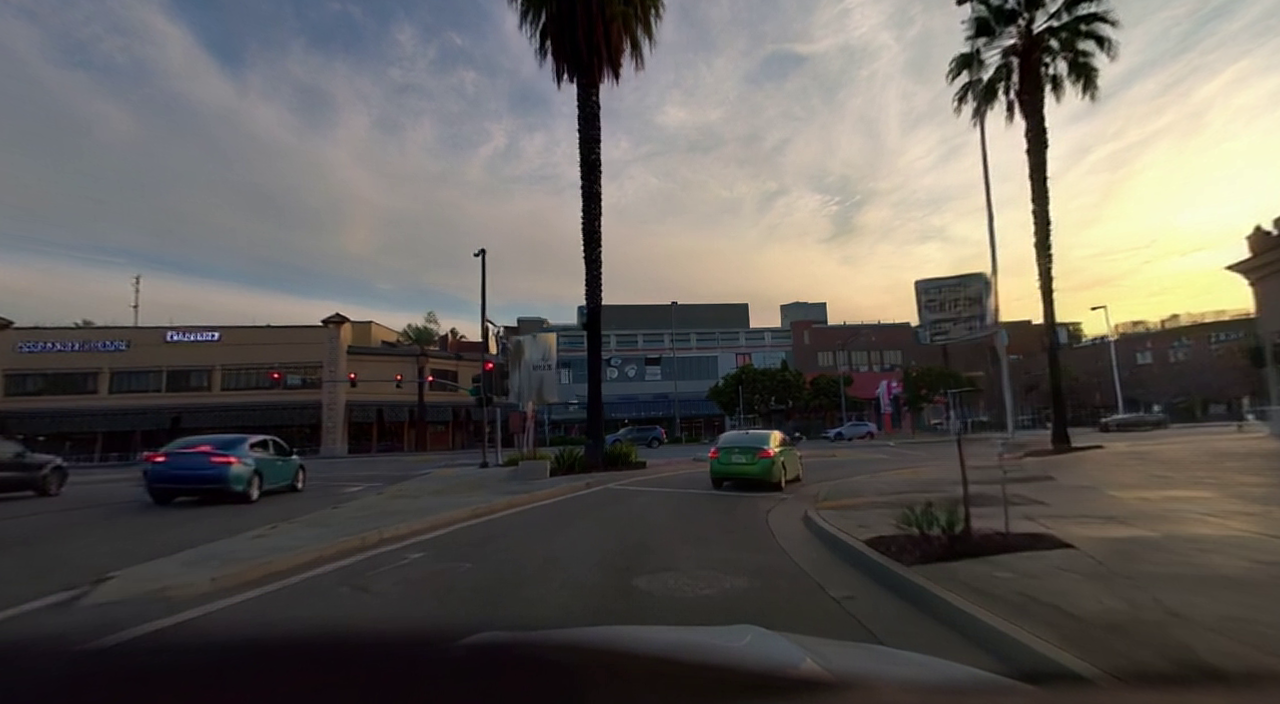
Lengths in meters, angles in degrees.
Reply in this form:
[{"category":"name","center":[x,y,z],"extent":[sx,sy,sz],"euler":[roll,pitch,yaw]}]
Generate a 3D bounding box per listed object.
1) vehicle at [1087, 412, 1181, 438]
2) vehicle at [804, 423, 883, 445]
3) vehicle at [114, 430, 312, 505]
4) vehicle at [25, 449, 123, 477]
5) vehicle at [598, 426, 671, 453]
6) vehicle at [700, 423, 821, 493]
[{"category":"vehicle","center":[31.935,4.756,40.899],"extent":[4.458,1.589,2.044],"euler":[1,-8,-5]},{"category":"vehicle","center":[14.556,5.903,45.396],"extent":[4.981,1.491,1.922],"euler":[0,-10,-8]},{"category":"vehicle","center":[-9.692,2.642,14.905],"extent":[1.912,1.487,4.471],"euler":[1,-8,-6]},{"category":"vehicle","center":[-34.078,6.671,38.258],"extent":[2.036,1.526,4.732],"euler":[1,-9,-8]},{"category":"vehicle","center":[-0.411,5.998,43.409],"extent":[4.757,1.633,1.932],"euler":[-1,-8,-10]},{"category":"vehicle","center":[3.221,2.637,16.096],"extent":[2.070,1.493,4.570],"euler":[-3,-9,22]}]
